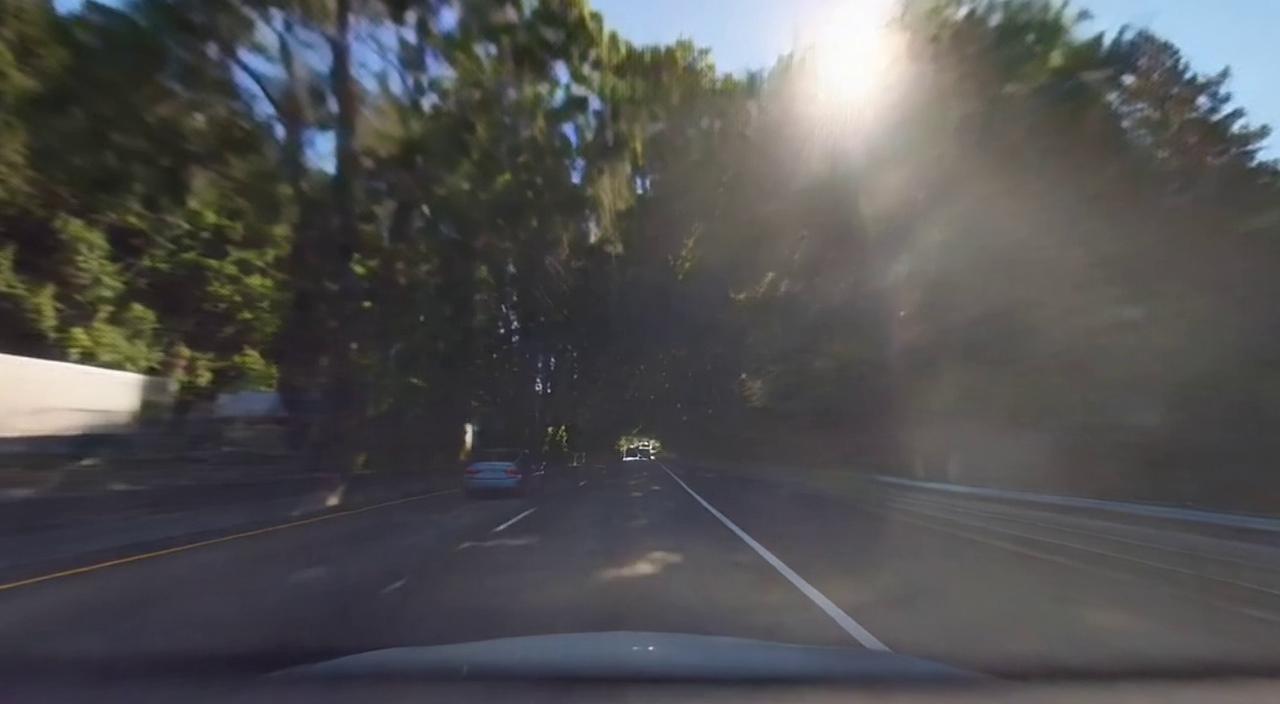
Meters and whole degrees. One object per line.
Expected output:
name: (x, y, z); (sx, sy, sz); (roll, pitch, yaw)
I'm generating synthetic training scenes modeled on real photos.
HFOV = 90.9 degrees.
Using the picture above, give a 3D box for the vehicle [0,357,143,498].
vehicle: (-17.083, 1.723, 14.640); (2.902, 3.412, 9.823); (0, -9, 1)

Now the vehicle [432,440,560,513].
vehicle: (-3.306, 2.962, 15.500); (1.969, 1.505, 4.636); (0, -9, 1)
